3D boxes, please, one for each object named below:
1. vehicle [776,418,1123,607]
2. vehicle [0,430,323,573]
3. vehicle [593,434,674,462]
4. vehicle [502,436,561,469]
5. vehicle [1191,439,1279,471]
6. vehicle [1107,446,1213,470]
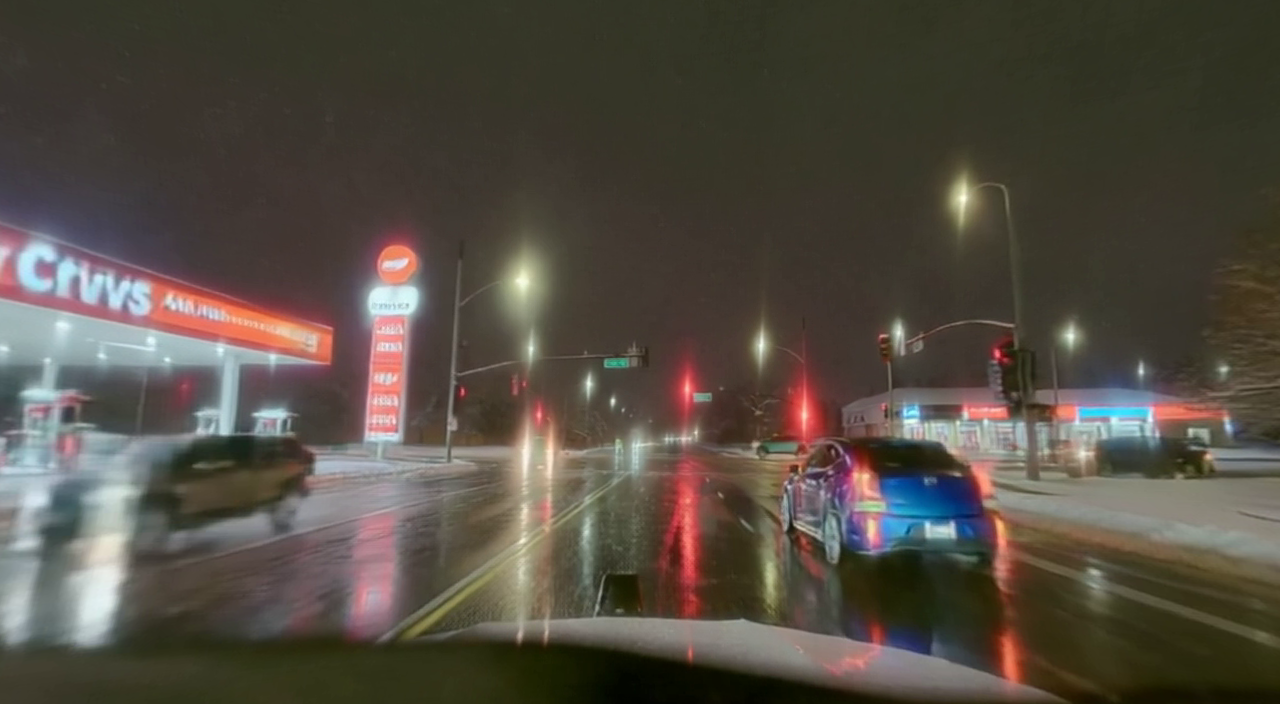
[{"bbox_3d":[3.004,1.650,7.441,1.995,1.525,4.392,0,-9,2],"label":"vehicle"},{"bbox_3d":[-6.634,1.914,8.922,1.917,1.487,4.411,-1,-8,1],"label":"vehicle"},{"bbox_3d":[-0.452,6.372,41.906,5.107,1.775,1.992,-6,-10,32],"label":"vehicle"},{"bbox_3d":[-6.008,5.504,34.669,2.196,1.696,4.484,3,-9,-22],"label":"vehicle"},{"bbox_3d":[33.238,5.555,34.202,4.568,1.643,1.911,-3,-9,19],"label":"vehicle"},{"bbox_3d":[33.214,6.785,40.505,4.792,1.467,1.831,-3,-9,18],"label":"vehicle"}]
